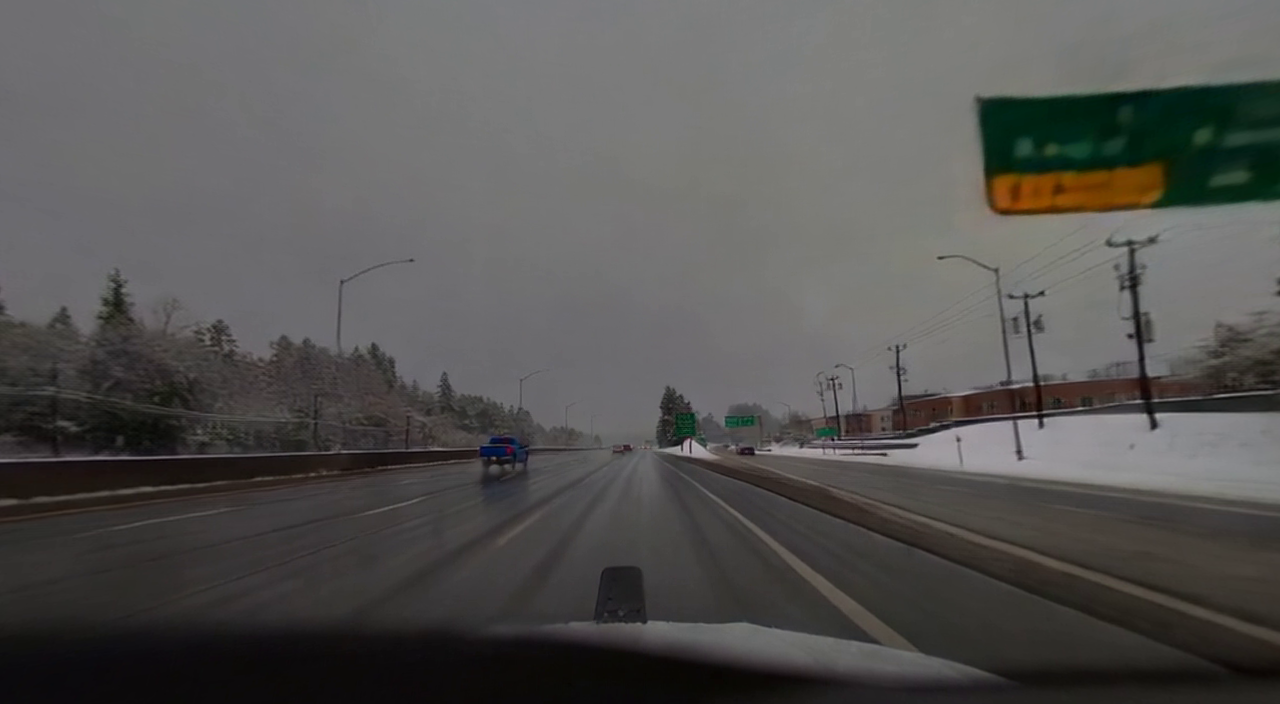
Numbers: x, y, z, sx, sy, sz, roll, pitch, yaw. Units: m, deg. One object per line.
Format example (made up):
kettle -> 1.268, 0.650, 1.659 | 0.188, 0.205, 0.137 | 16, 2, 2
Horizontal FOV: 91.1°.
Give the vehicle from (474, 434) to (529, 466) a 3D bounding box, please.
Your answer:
vehicle -> -10.246, 7.309, 47.119 | 2.667, 2.213, 6.081 | 0, -8, 0
